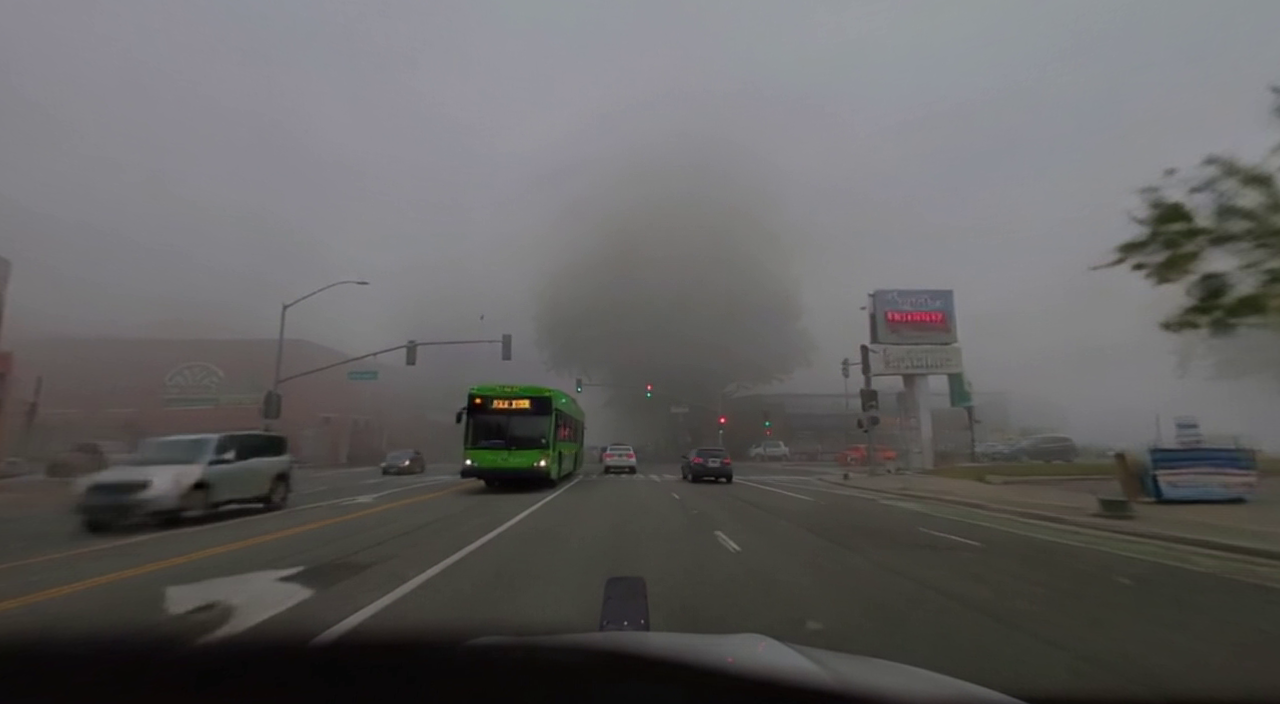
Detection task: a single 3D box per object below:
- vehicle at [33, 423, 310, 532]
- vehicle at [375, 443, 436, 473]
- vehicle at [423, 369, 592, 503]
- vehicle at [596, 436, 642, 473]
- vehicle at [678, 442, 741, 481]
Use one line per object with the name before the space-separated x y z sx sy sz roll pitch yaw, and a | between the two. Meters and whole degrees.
vehicle | -8.779 2.361 12.491 2.157 1.731 4.433 0 -8 -2
vehicle | -13.780 6.228 37.300 2.072 1.675 4.190 0 -8 -2
vehicle | -3.708 3.036 22.172 3.018 3.217 13.998 0 -8 0
vehicle | -1.183 5.531 34.229 2.301 1.837 4.411 0 -8 -3
vehicle | 2.857 4.593 26.765 2.046 1.540 3.883 0 -8 -3
